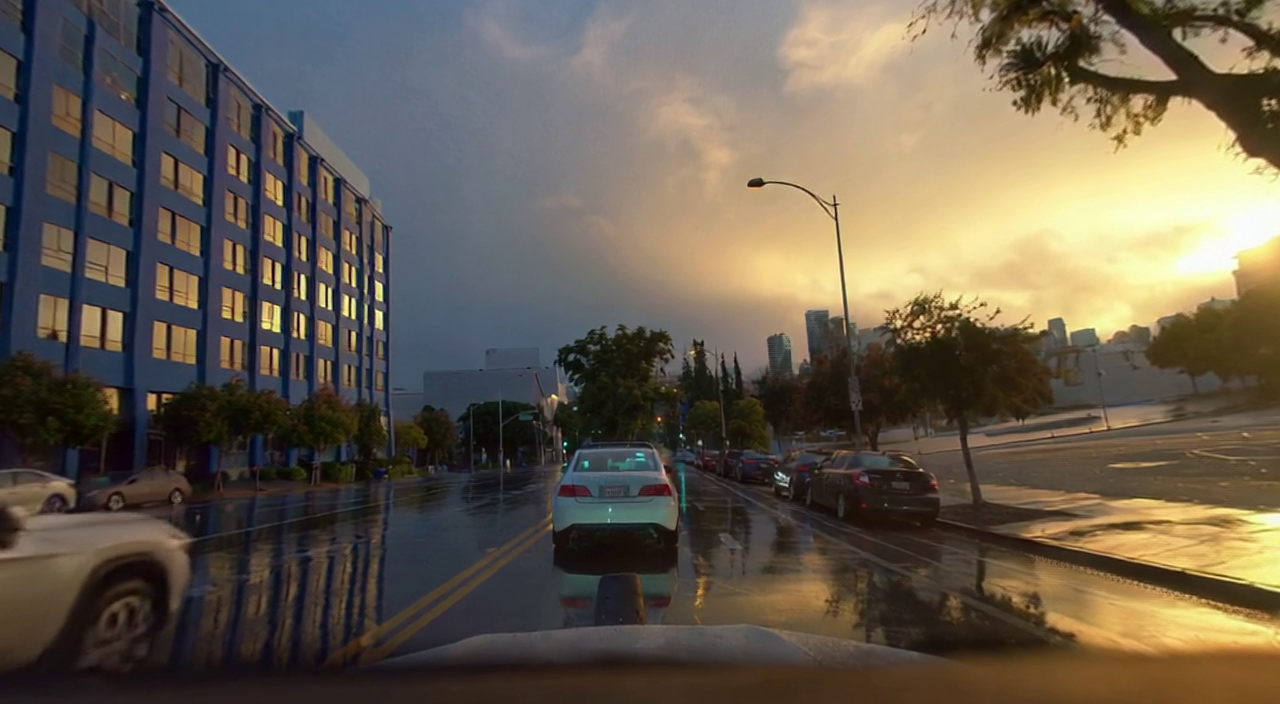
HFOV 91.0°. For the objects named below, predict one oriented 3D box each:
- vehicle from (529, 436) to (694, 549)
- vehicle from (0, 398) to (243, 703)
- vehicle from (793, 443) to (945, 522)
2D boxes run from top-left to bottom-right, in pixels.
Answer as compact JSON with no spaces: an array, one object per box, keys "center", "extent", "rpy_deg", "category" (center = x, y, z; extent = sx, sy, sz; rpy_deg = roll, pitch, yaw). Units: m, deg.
[{"center":[-0.385,2.228,10.672],"extent":[2.230,1.518,4.113],"rpy_deg":[0,-9,0],"category":"vehicle"},{"center":[-3.513,0.824,1.590],"extent":[1.934,1.548,4.635],"rpy_deg":[0,-9,1],"category":"vehicle"},{"center":[4.914,2.823,14.201],"extent":[1.832,1.491,4.054],"rpy_deg":[1,-9,-1],"category":"vehicle"}]
